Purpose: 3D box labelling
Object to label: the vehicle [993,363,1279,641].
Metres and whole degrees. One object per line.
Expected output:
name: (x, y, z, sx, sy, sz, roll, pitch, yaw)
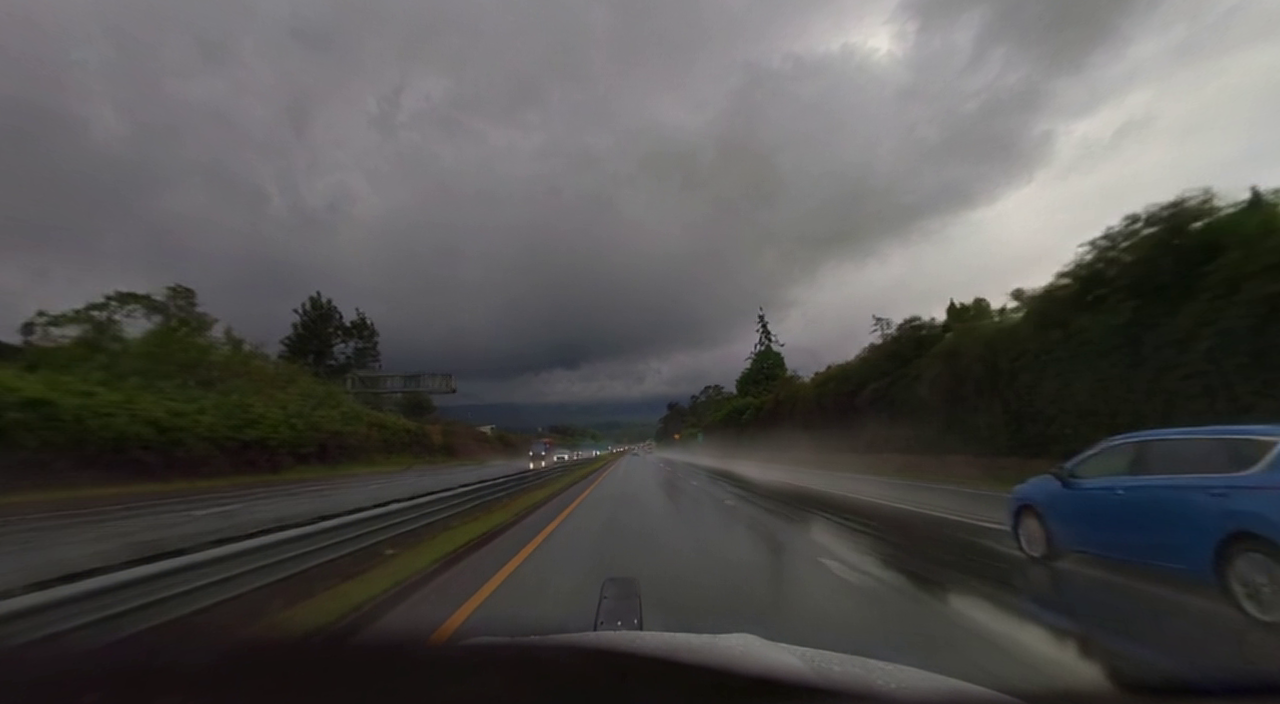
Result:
vehicle: (5.199, 1.087, 4.895, 2.117, 1.783, 4.627, -1, -9, -1)
